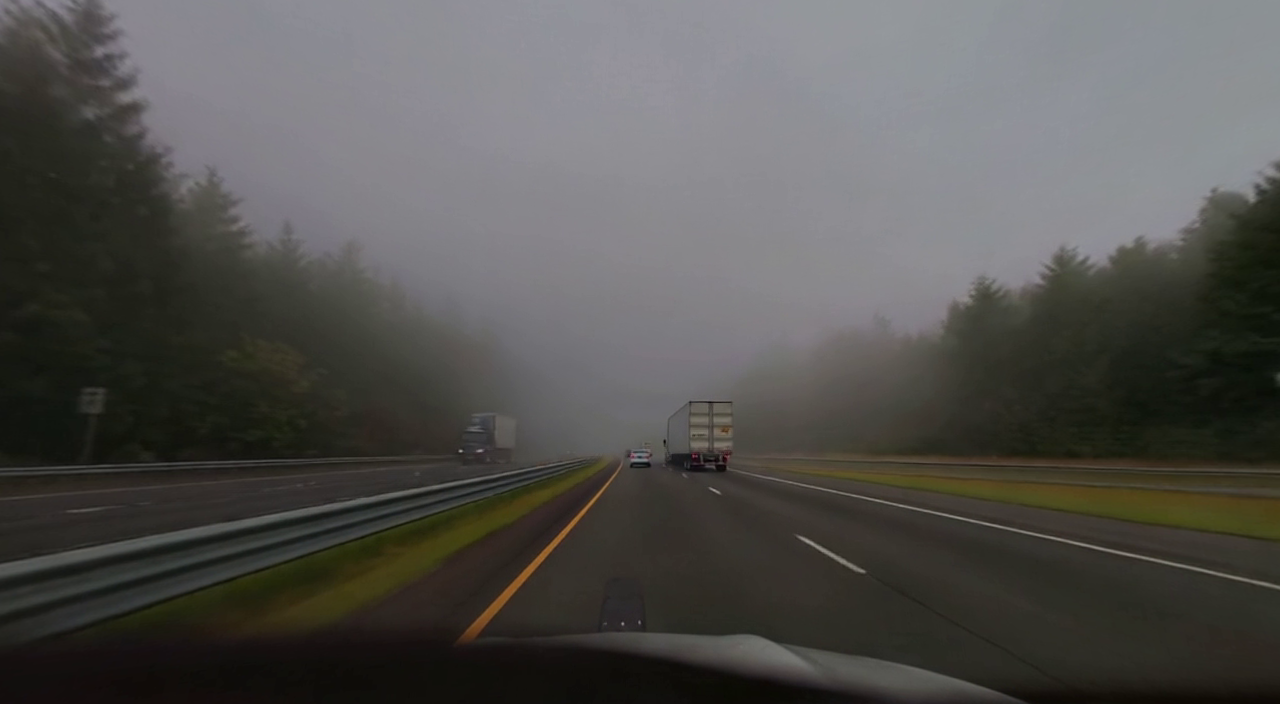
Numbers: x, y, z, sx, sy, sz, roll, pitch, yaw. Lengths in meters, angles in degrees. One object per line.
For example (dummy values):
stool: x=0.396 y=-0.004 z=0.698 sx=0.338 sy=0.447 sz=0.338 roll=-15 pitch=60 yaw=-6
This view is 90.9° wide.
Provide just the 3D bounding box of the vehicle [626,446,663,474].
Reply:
vehicle: x=0.210 y=6.373 z=37.439 sx=2.051 sy=1.513 sz=4.511 roll=0 pitch=-9 yaw=-1

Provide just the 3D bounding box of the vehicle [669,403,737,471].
vehicle: x=4.090 y=6.192 z=44.923 sx=2.883 sy=4.057 sz=14.579 roll=0 pitch=-9 yaw=-2
